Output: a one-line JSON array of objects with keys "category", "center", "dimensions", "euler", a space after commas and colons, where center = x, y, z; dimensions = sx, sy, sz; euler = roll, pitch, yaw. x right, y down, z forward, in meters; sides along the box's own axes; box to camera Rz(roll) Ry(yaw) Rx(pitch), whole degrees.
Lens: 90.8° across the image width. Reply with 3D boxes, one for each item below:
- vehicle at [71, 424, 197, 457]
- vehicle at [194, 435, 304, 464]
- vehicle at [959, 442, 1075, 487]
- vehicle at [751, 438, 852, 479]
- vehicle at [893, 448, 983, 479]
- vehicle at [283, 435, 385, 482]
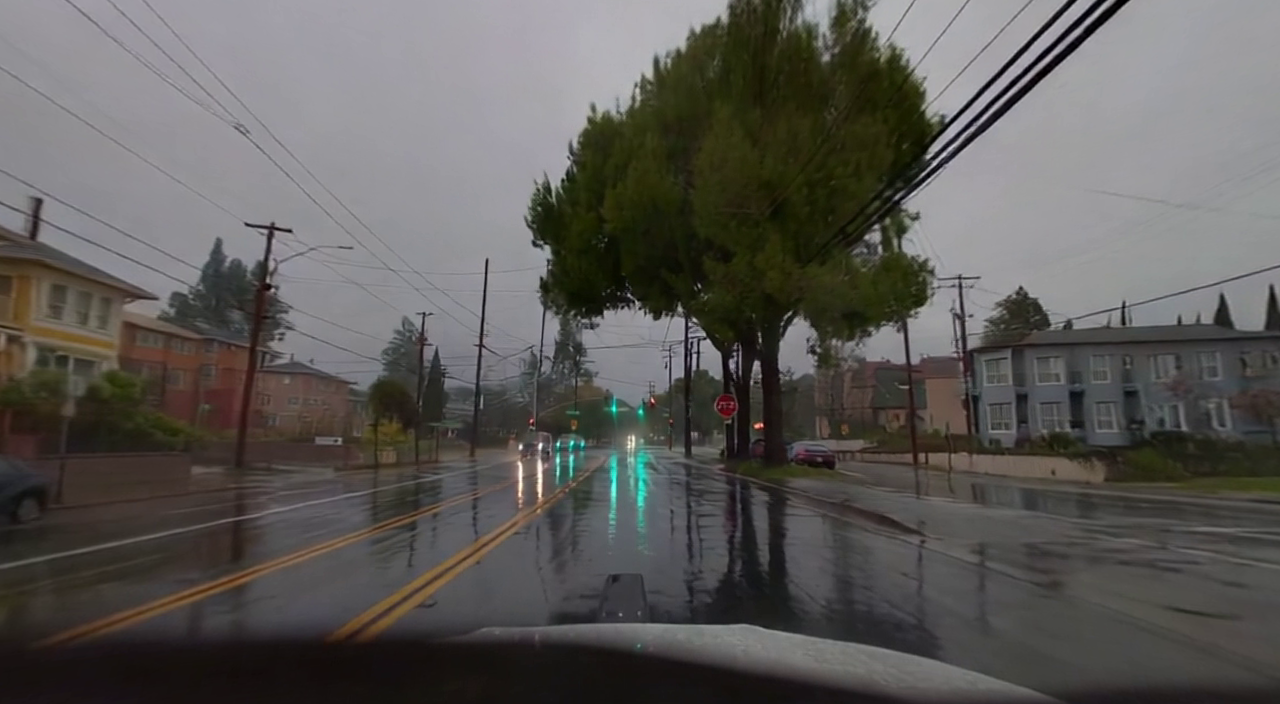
[{"category": "vehicle", "center": [-27.201, 4.792, 34.123], "dimensions": [4.842, 1.690, 1.938], "euler": [1, -9, -9]}, {"category": "vehicle", "center": [-21.458, 5.364, 34.837], "dimensions": [4.647, 1.515, 2.009], "euler": [1, -9, -6]}, {"category": "vehicle", "center": [16.393, 4.890, 27.754], "dimensions": [1.847, 1.682, 4.419], "euler": [5, -9, -11]}, {"category": "vehicle", "center": [6.353, 4.252, 25.451], "dimensions": [2.081, 1.496, 4.490], "euler": [2, -9, -13]}, {"category": "vehicle", "center": [15.275, 5.705, 32.645], "dimensions": [1.909, 1.460, 4.282], "euler": [2, -9, -12]}, {"category": "vehicle", "center": [-12.942, 4.534, 27.173], "dimensions": [1.940, 1.789, 5.086], "euler": [0, -9, -2]}]
